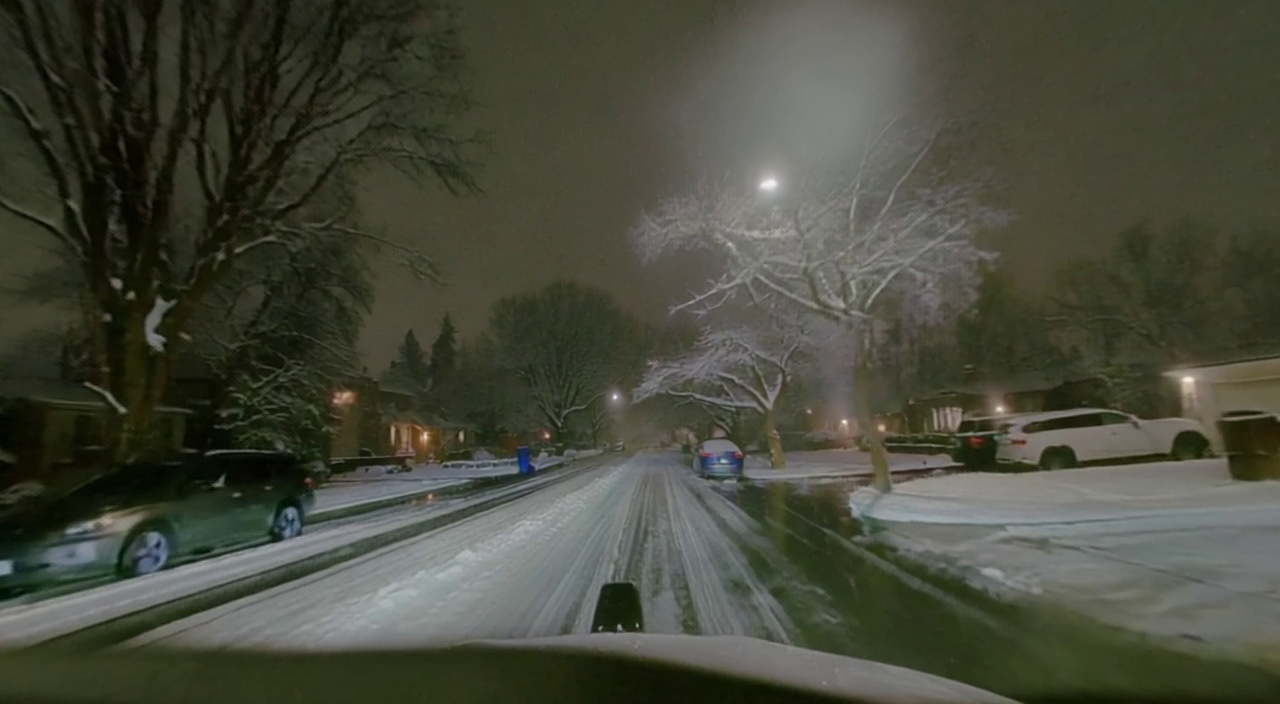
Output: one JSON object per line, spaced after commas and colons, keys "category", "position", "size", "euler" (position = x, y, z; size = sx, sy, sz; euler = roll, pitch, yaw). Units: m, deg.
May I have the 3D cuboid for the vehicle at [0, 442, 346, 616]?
{"category": "vehicle", "position": [-6.013, 2.016, 8.292], "size": [1.995, 1.608, 4.596], "euler": [0, -8, 1]}

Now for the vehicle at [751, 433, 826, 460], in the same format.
{"category": "vehicle", "position": [10.416, 6.659, 44.304], "size": [4.710, 1.512, 1.894], "euler": [-5, -9, 1]}

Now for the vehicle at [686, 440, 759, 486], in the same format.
{"category": "vehicle", "position": [2.832, 3.915, 22.533], "size": [2.006, 1.494, 4.211], "euler": [0, -8, 0]}

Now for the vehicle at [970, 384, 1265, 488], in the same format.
{"category": "vehicle", "position": [11.115, 2.018, 15.018], "size": [5.097, 1.824, 2.113], "euler": [-5, -9, 1]}
